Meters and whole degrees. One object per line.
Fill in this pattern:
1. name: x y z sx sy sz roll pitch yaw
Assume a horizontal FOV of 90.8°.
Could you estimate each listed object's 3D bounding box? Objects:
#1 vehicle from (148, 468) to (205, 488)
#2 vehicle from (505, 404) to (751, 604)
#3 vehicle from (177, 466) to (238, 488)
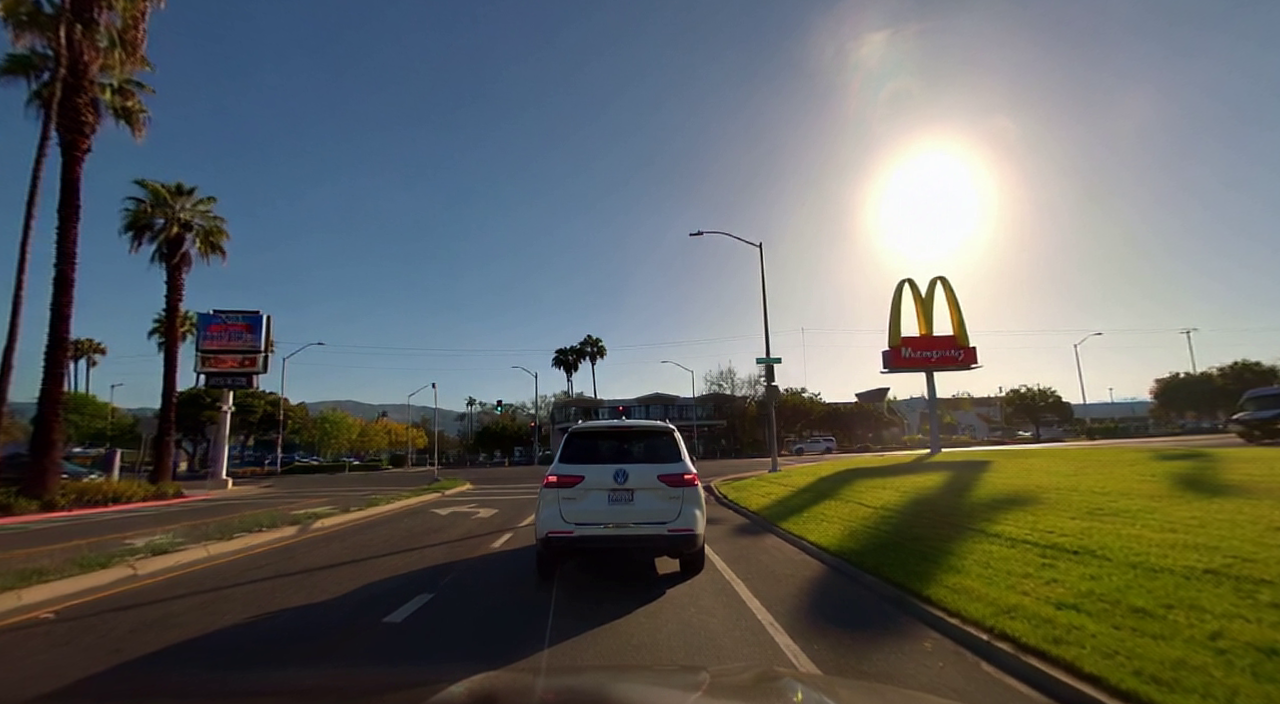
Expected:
1. vehicle: -35.570 9.666 48.578 1.641 1.375 3.640 0 -9 0
2. vehicle: -0.144 1.622 7.565 2.137 1.728 3.926 0 -9 -1
3. vehicle: -33.262 9.604 48.718 1.792 1.439 3.952 -1 -9 3
